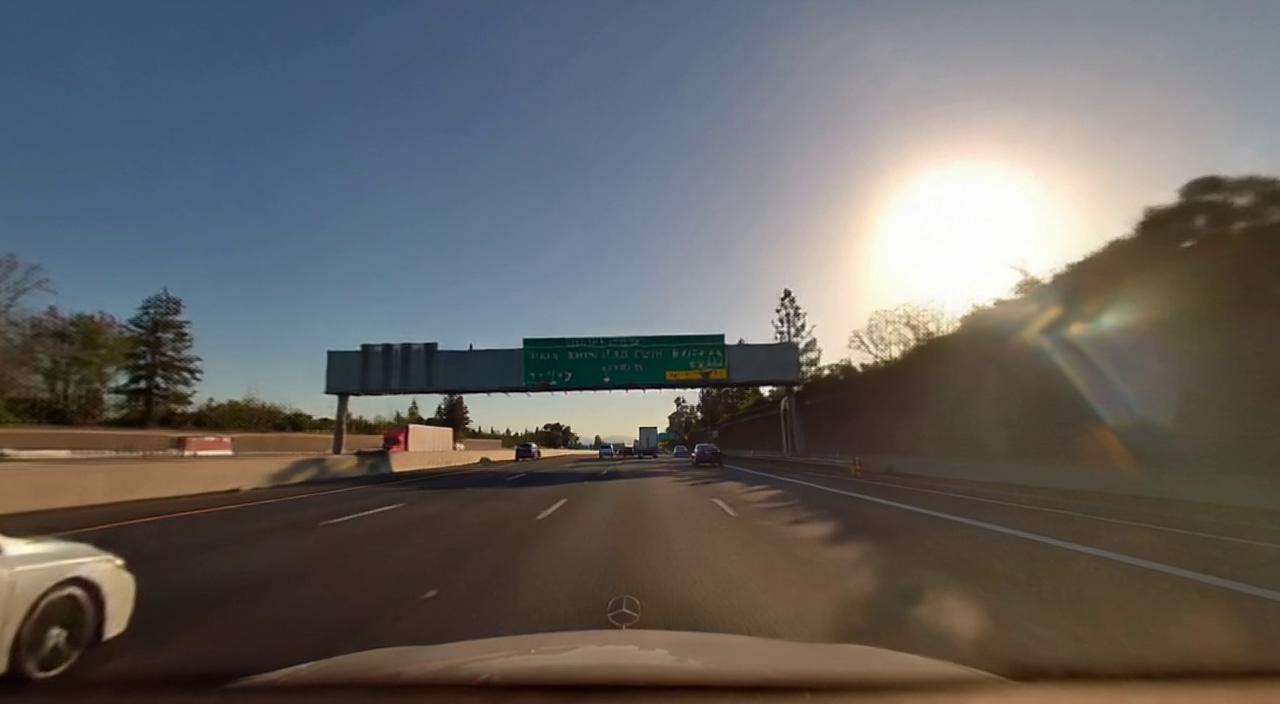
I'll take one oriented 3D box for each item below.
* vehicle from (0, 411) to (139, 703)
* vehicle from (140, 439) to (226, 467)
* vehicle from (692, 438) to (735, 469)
[{"bbox_3d":[-4.049,0.839,1.697,1.947,1.479,4.114,0,-8,0],"label":"vehicle"},{"bbox_3d":[-32.202,7.115,44.449,2.228,1.813,5.001,0,-8,1],"label":"vehicle"},{"bbox_3d":[4.202,5.877,36.494,2.046,1.655,4.143,0,-9,0],"label":"vehicle"}]
